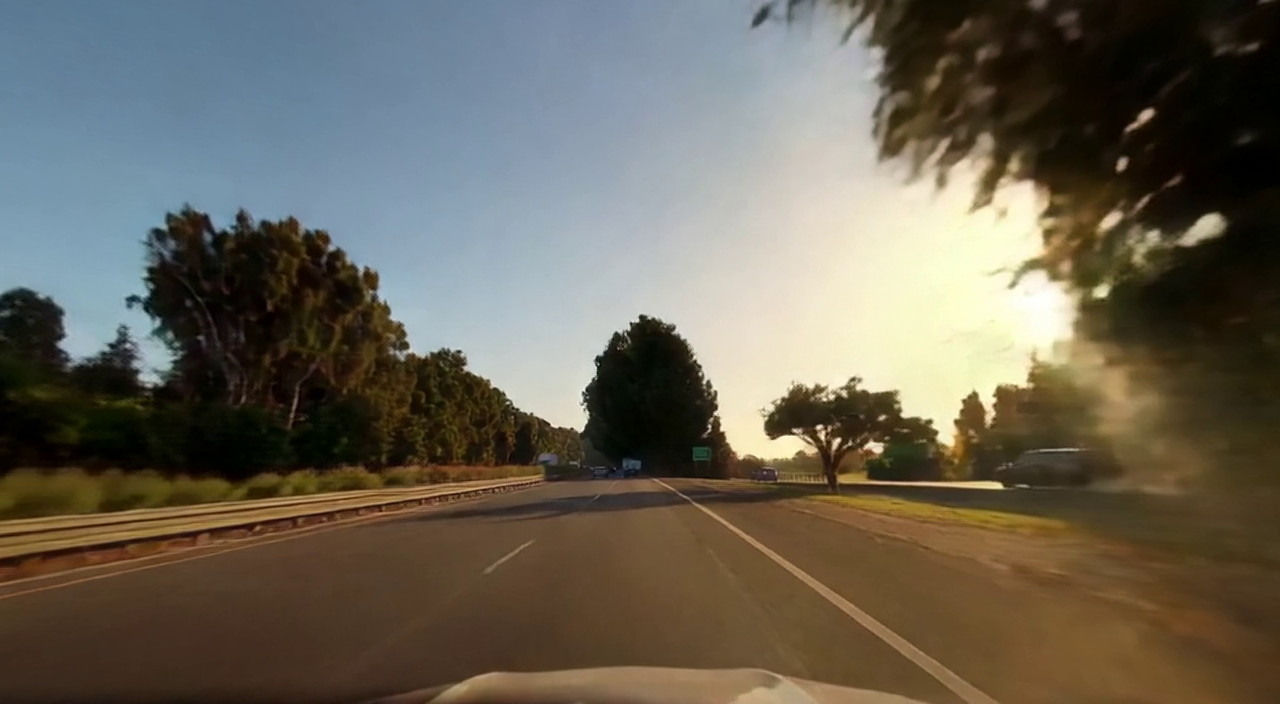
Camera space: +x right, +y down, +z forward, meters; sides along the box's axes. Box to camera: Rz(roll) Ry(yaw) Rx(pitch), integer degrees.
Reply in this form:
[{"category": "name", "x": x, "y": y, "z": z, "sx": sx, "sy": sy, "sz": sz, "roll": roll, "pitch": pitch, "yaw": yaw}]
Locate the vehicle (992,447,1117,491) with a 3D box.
[{"category": "vehicle", "x": 15.930, "y": 4.553, "z": 24.498, "sx": 1.973, "sy": 1.540, "sz": 3.978, "roll": 1, "pitch": -11, "yaw": -3}]
